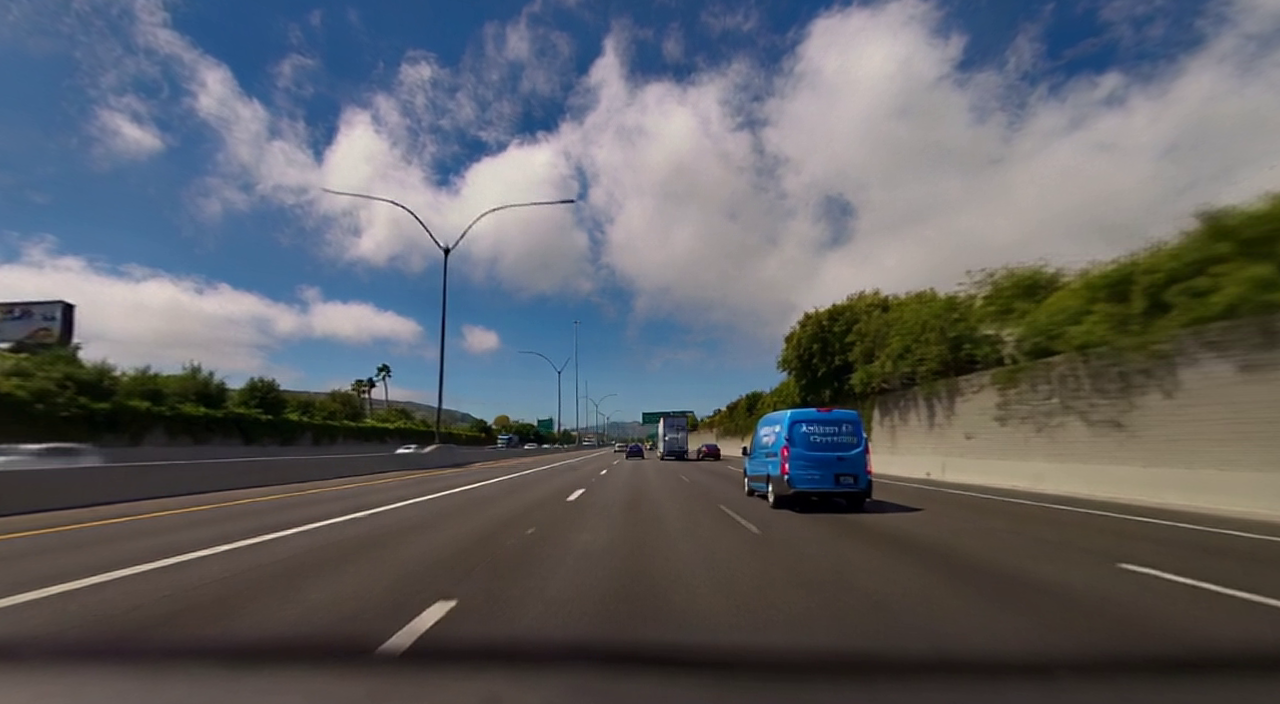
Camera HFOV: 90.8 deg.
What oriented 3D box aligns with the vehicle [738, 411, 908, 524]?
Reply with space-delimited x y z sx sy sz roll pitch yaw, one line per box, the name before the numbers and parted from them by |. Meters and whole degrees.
vehicle | 3.554 2.365 13.422 2.035 1.931 4.841 0 -9 -2
